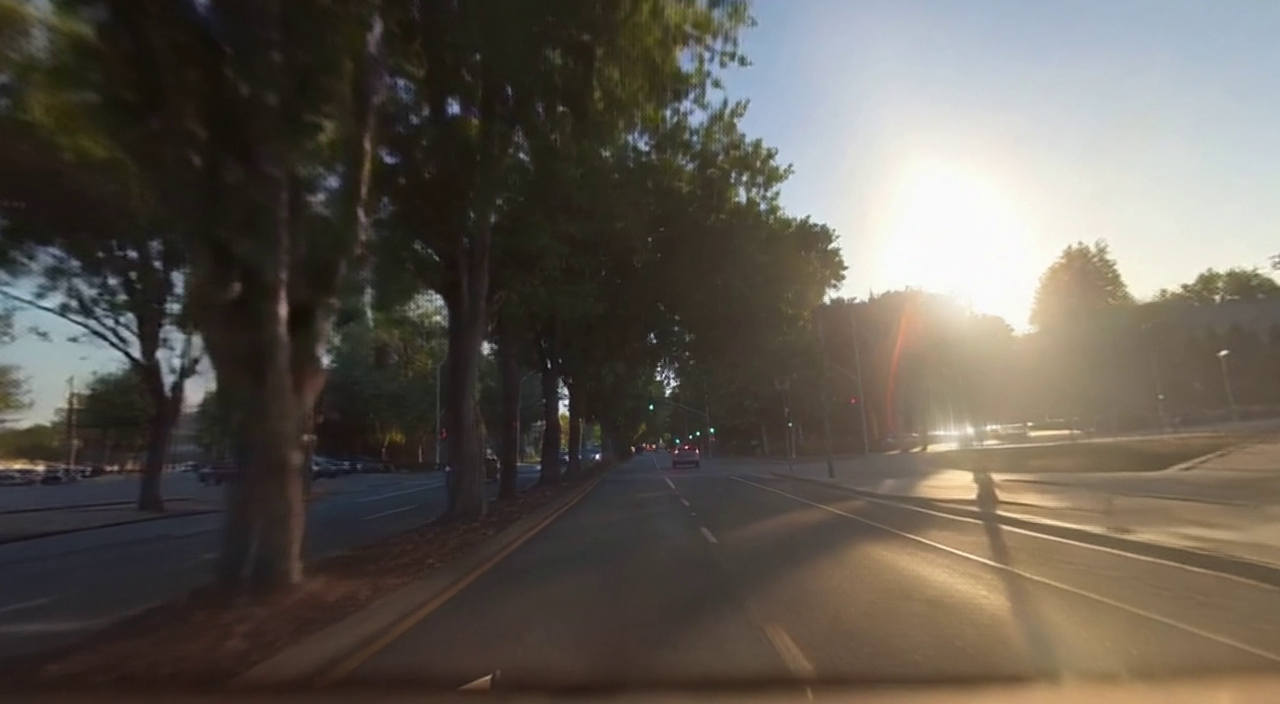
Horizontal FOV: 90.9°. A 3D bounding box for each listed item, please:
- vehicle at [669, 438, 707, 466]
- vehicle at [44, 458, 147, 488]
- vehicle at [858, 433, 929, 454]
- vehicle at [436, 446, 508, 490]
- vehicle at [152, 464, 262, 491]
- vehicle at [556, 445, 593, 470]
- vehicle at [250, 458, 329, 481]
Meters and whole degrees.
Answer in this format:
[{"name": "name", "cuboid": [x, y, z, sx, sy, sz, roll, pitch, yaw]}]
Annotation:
[{"name": "vehicle", "cuboid": [3.068, 6.586, 41.486, 2.129, 1.719, 4.205, 0, -9, 0]}, {"name": "vehicle", "cuboid": [-35.228, 7.832, 40.881, 4.673, 1.771, 2.118, 1, -10, 2]}, {"name": "vehicle", "cuboid": [18.975, 6.871, 47.254, 4.459, 1.525, 1.956, 0, -9, 0]}, {"name": "vehicle", "cuboid": [-7.535, 5.214, 28.745, 1.962, 1.807, 4.541, 0, -9, 1]}, {"name": "vehicle", "cuboid": [-24.880, 7.219, 36.336, 4.815, 1.469, 2.056, 0, -9, 1]}, {"name": "vehicle", "cuboid": [-4.522, 7.329, 44.102, 1.991, 1.614, 4.718, 0, -9, 1]}, {"name": "vehicle", "cuboid": [-24.519, 8.222, 44.184, 4.359, 1.457, 2.043, 0, -9, 2]}]
